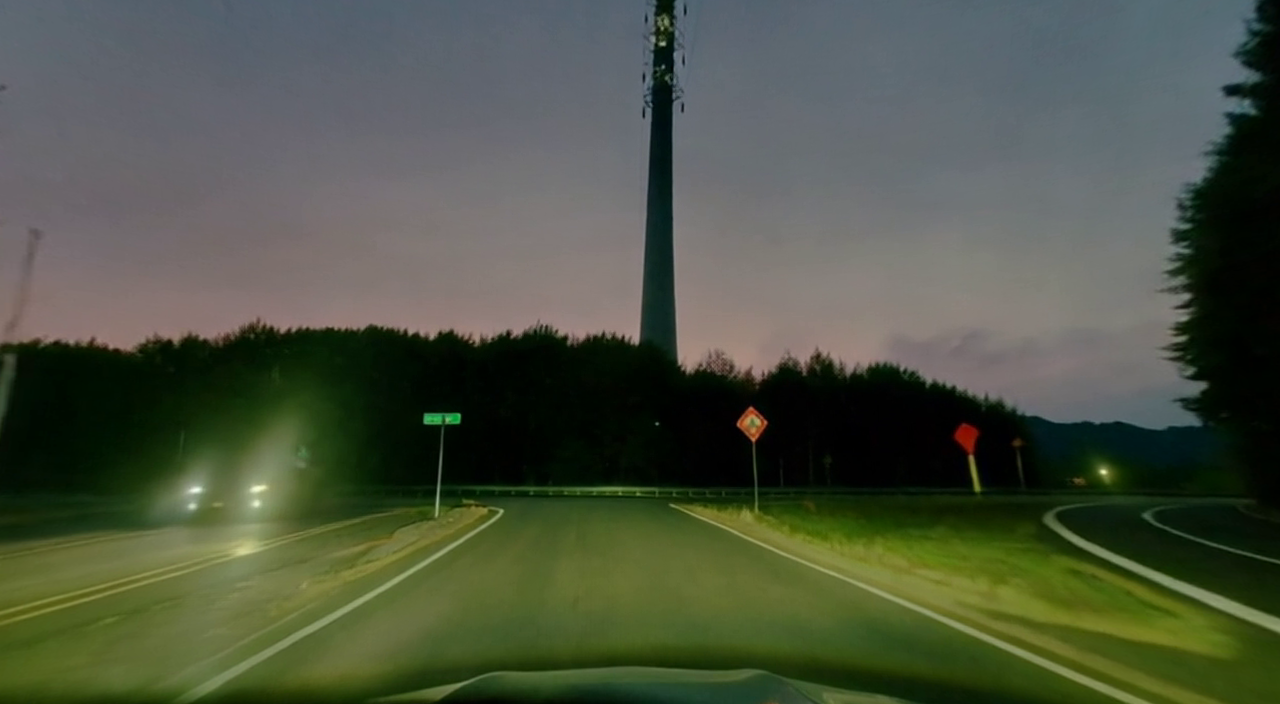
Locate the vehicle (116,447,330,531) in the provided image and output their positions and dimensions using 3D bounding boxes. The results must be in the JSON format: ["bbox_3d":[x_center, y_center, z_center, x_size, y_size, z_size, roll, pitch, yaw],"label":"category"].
[{"bbox_3d":[-9.164,3.042,14.363,1.889,1.583,3.992,0,-10,4],"label":"vehicle"}]
